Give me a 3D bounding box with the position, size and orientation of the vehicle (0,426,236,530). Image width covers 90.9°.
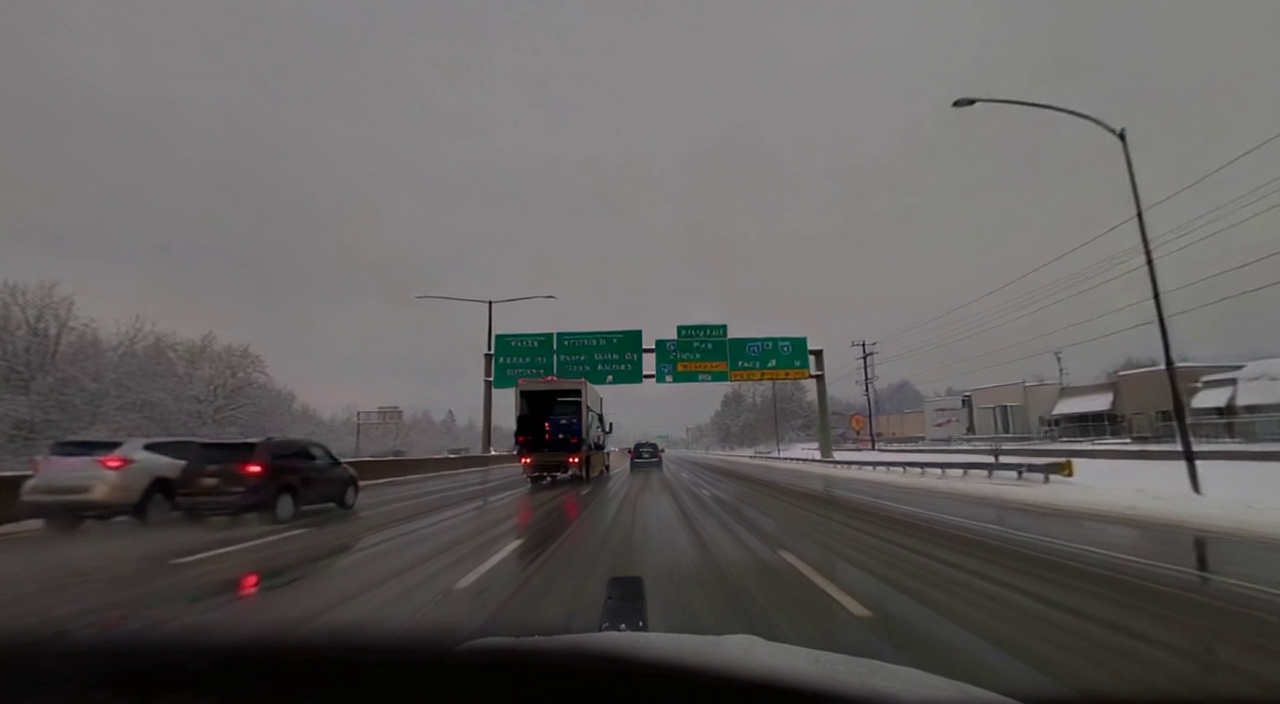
[{"bbox_3d":[-10.534,2.405,12.606,1.997,1.692,4.294,0,-8,0],"label":"vehicle"}]

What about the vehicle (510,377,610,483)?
[{"bbox_3d":[-3.630,4.349,33.878,2.888,4.308,16.259,0,-8,1],"label":"vehicle"}]

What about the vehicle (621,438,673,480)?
[{"bbox_3d":[0.325,5.034,30.047,2.279,1.837,4.747,0,-8,0],"label":"vehicle"}]

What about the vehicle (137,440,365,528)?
[{"bbox_3d":[-7.538,2.559,12.836,1.945,1.482,4.109,0,-8,1],"label":"vehicle"}]
